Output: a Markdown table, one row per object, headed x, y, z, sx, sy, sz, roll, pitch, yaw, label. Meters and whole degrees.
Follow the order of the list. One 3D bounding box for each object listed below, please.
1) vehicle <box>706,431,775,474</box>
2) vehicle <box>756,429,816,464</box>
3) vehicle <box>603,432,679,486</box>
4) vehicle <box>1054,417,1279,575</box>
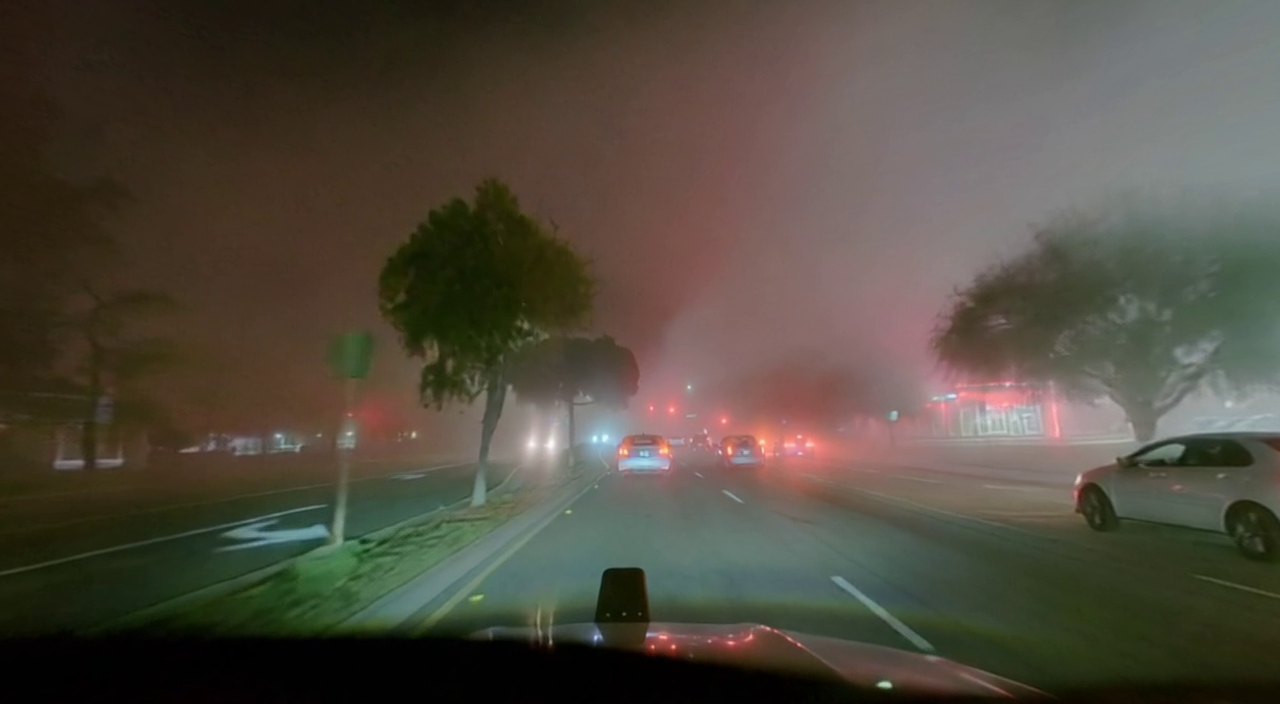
| x | y | z | sx | sy | sz | roll | pitch | yaw | label |
| --- | --- | --- | --- | --- | --- | --- | --- | --- | --- |
| 3.787 | 3.875 | 24.520 | 1.988 | 1.528 | 4.144 | 0 | -8 | 0 | vehicle |
| 7.573 | 4.941 | 33.124 | 2.044 | 1.701 | 4.397 | 0 | -8 | 0 | vehicle |
| 0.064 | 3.215 | 19.283 | 2.096 | 1.473 | 3.893 | 0 | -8 | 1 | vehicle |
| 7.189 | 1.561 | 7.262 | 1.892 | 1.515 | 4.400 | 0 | -8 | 1 | vehicle |
